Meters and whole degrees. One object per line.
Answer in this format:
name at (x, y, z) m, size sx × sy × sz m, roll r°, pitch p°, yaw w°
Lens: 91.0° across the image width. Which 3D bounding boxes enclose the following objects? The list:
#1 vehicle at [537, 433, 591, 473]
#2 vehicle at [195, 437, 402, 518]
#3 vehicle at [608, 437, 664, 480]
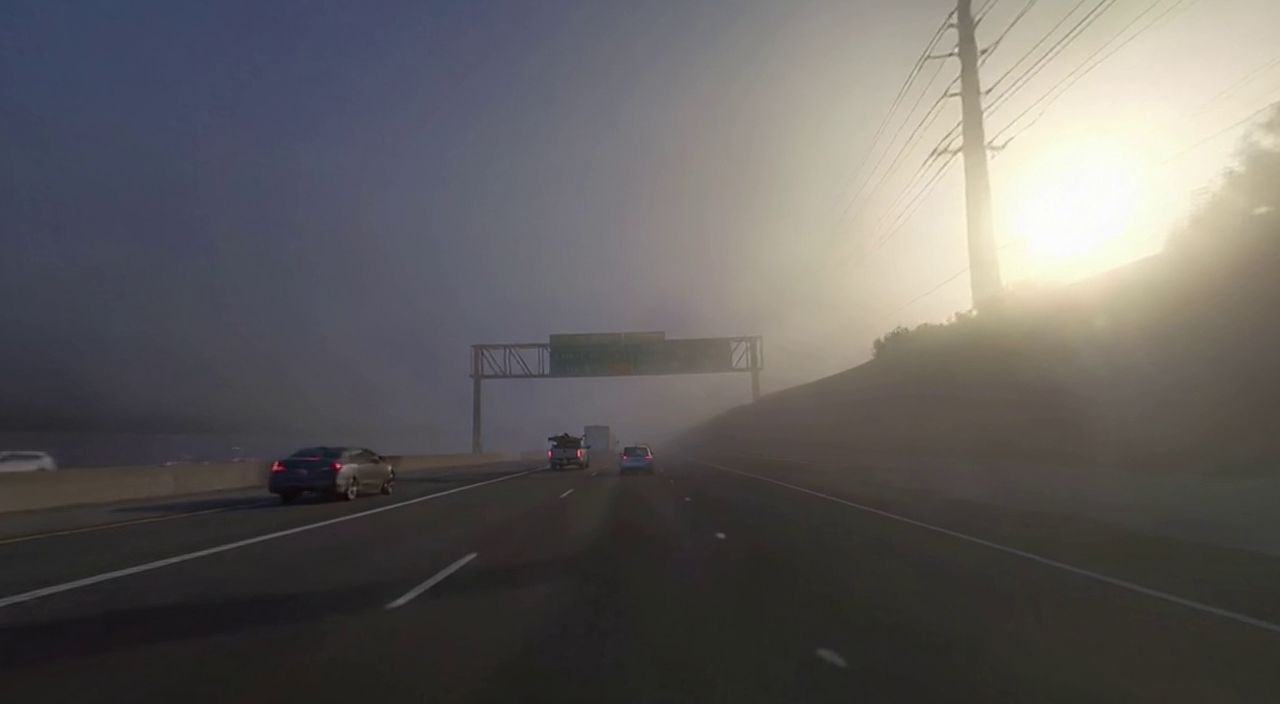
vehicle at (-3.766, 5.129, 32.042) m, size 2.109 × 1.840 × 4.614 m, roll 0°, pitch -9°, yaw 1°
vehicle at (-7.293, 2.704, 14.150) m, size 2.025 × 1.510 × 4.582 m, roll 0°, pitch -9°, yaw 1°
vehicle at (-0.155, 4.478, 26.696) m, size 2.178 × 1.640 × 4.071 m, roll 0°, pitch -9°, yaw 0°
